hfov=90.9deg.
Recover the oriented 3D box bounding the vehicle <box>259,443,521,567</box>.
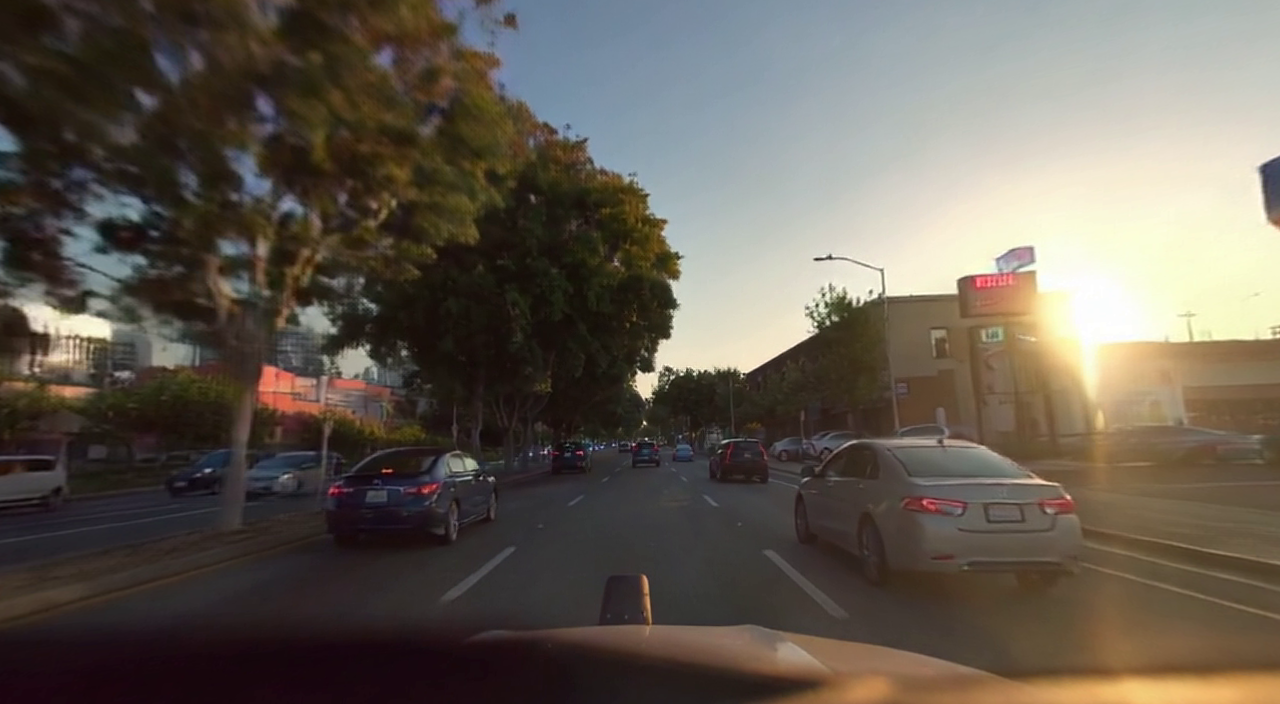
[{"bbox_3d":[-3.210,2.032,9.271,2.013,1.354,4.393,0,-8,1],"label":"vehicle"}]

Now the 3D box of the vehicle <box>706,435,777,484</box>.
[{"bbox_3d":[3.860,4.177,24.891,1.980,1.709,4.813,0,-8,0],"label":"vehicle"}]

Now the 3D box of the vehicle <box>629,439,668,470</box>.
[{"bbox_3d":[0.483,6.023,37.168,2.192,1.674,4.124,0,-8,0],"label":"vehicle"}]

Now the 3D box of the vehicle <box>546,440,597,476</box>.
[{"bbox_3d":[-3.292,5.164,30.961,1.988,1.645,3.995,0,-8,1],"label":"vehicle"}]

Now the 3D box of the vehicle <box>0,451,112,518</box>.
[{"bbox_3d":[-18.704,3.865,18.663,2.062,1.804,4.687,0,-8,-1],"label":"vehicle"}]

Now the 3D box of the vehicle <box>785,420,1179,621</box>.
[{"bbox_3d":[3.128,1.614,7.132,1.919,1.502,4.572,0,-8,0],"label":"vehicle"}]
